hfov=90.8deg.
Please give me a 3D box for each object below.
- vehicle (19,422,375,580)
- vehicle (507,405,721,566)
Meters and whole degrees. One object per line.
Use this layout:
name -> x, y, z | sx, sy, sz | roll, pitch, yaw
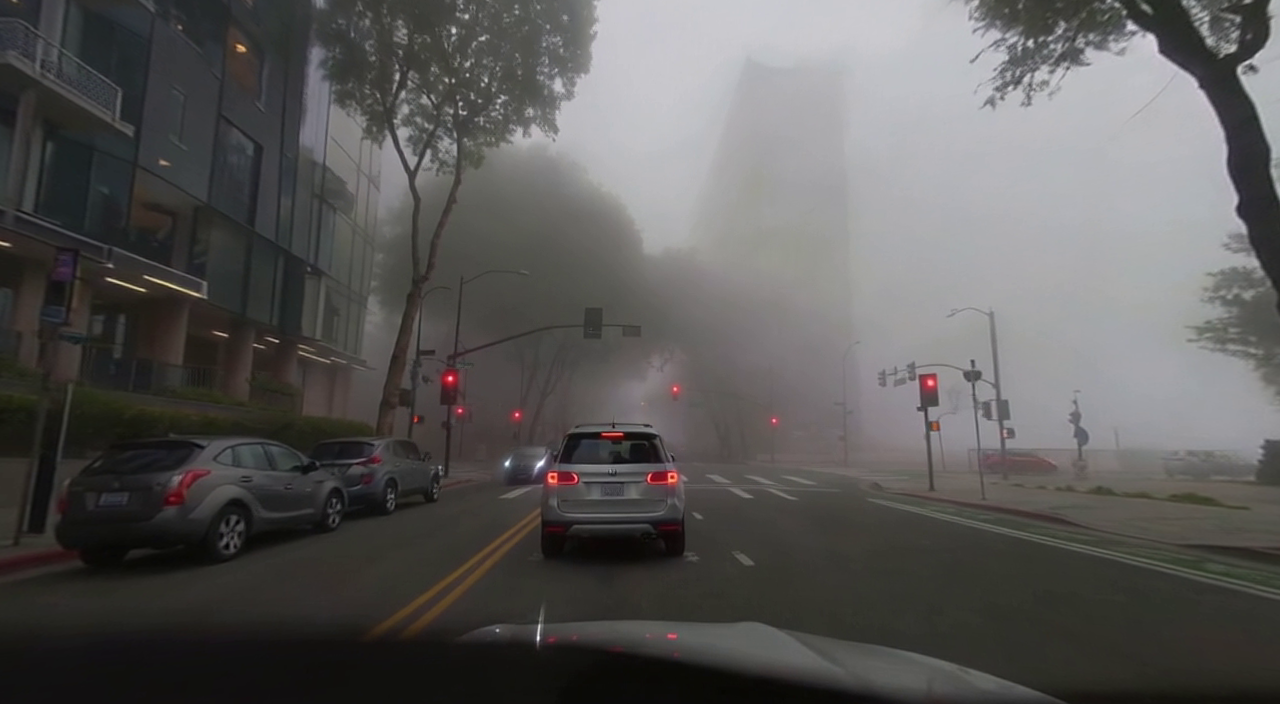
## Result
vehicle -> -5.763, 1.957, 9.172 | 1.904, 1.684, 4.529 | 0, -9, -1
vehicle -> -0.249, 1.707, 8.705 | 2.258, 1.687, 3.934 | 0, -9, 1
